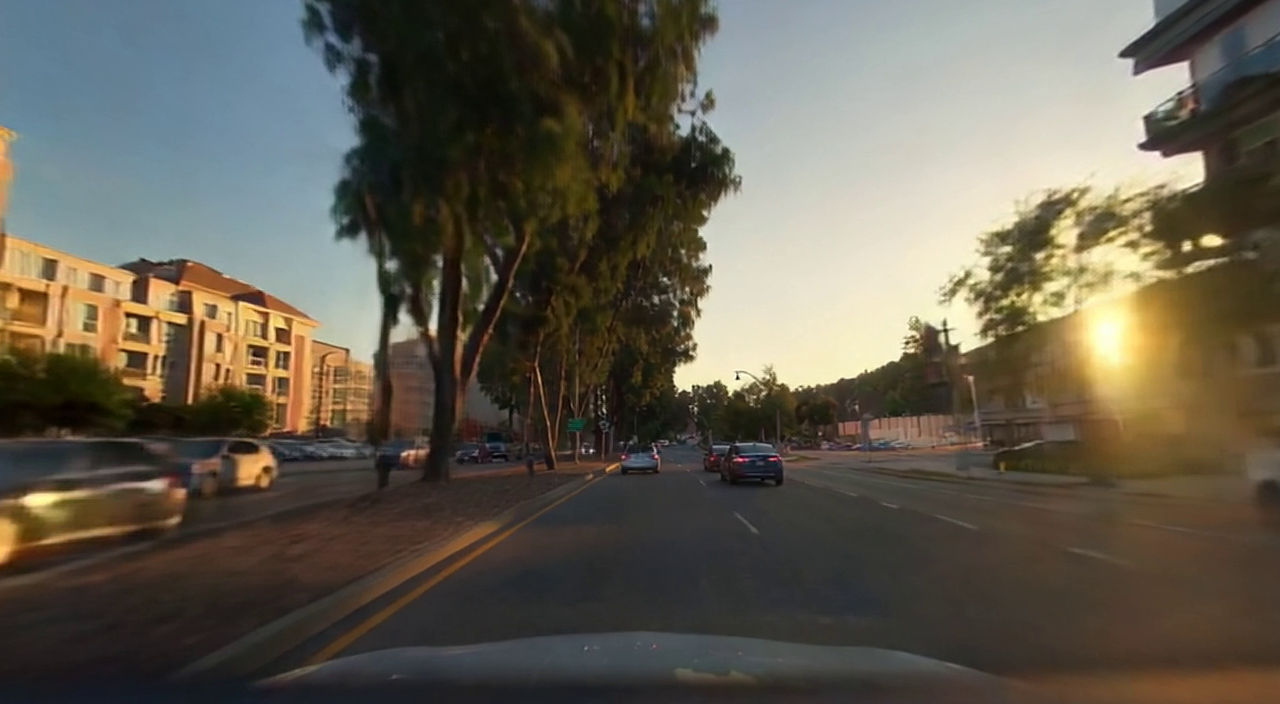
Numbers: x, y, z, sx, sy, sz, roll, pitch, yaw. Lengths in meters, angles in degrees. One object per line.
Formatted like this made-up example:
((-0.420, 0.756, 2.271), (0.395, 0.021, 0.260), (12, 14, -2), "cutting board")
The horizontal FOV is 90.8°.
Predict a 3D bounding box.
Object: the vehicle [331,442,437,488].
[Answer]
((-8.908, 3.960, 22.444), (1.850, 1.447, 4.436), (0, -9, 0), "vehicle")

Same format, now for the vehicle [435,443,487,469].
((-11.345, 6.617, 40.383), (1.923, 1.502, 4.422), (0, -9, 1), "vehicle")

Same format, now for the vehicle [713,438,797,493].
((3.426, 3.457, 19.576), (1.852, 1.498, 3.825), (0, -9, 0), "vehicle")

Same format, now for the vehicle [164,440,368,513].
((-8.434, 2.815, 14.861), (2.007, 1.443, 4.447), (0, -9, 1), "vehicle")

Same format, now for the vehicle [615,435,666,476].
((0.068, 4.616, 28.285), (2.101, 1.694, 3.979), (0, -9, 2), "vehicle")

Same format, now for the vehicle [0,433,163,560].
((-8.478, 1.718, 7.571), (1.992, 1.465, 4.458), (0, -9, 0), "vehicle")

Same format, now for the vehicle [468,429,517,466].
((-11.222, 7.299, 48.562), (2.263, 2.542, 5.913), (-2, -8, 1), "vehicle")
